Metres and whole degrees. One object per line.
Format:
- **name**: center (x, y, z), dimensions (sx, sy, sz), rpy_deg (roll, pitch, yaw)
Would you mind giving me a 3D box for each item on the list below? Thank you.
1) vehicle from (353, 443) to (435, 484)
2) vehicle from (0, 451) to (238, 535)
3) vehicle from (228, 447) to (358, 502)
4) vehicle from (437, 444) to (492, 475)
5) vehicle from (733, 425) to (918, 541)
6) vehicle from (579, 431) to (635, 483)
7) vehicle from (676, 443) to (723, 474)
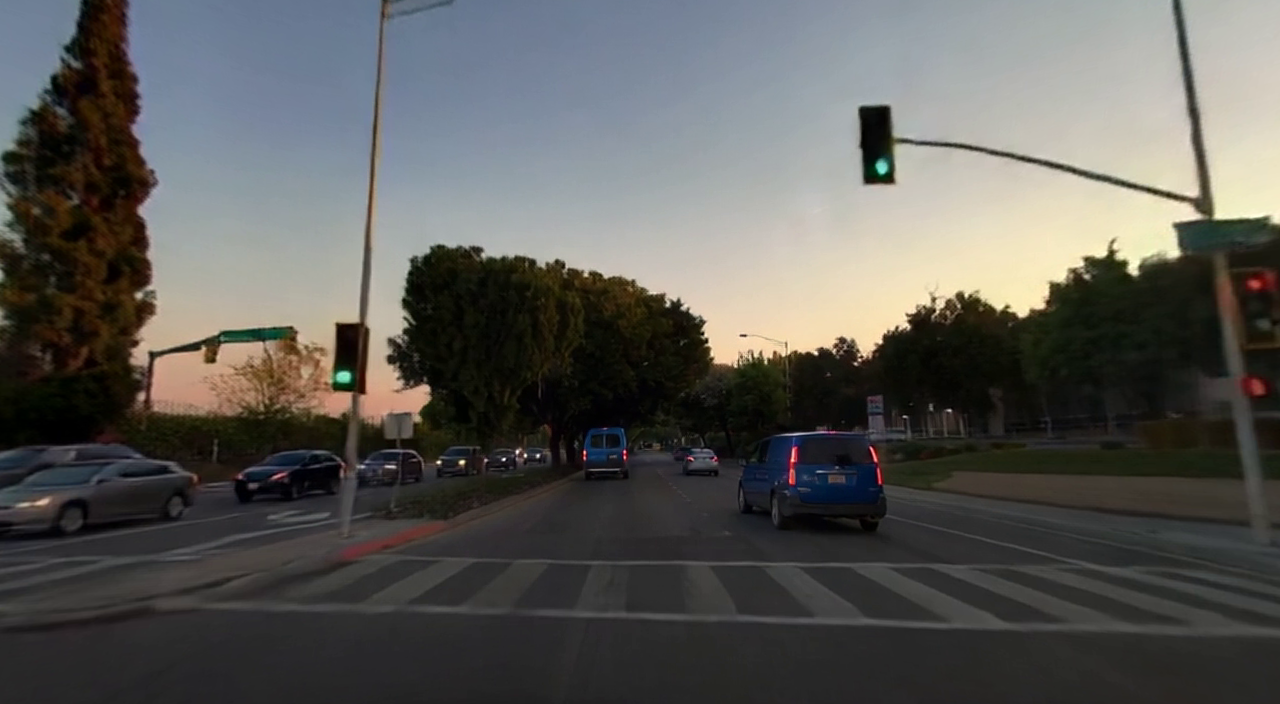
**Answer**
- **vehicle**: center (-10.996, 4.977, 28.566), dimensions (1.988, 1.689, 4.047), rpy_deg (0, -9, 1)
- **vehicle**: center (-11.331, 2.947, 13.889), dimensions (2.128, 1.496, 4.432), rpy_deg (0, -9, -2)
- **vehicle**: center (-11.279, 3.954, 20.921), dimensions (1.956, 1.625, 4.123), rpy_deg (0, -9, 0)
- **vehicle**: center (-11.136, 6.810, 40.370), dimensions (2.091, 1.806, 4.859), rpy_deg (0, -9, 0)
- **vehicle**: center (3.031, 2.230, 11.364), dimensions (1.965, 1.671, 4.146), rpy_deg (0, -9, -1)
- **vehicle**: center (-1.359, 4.584, 27.795), dimensions (2.228, 2.054, 4.309), rpy_deg (0, -9, 0)
- **vehicle**: center (3.414, 6.200, 36.993), dimensions (2.248, 1.692, 4.252), rpy_deg (0, -9, -1)
